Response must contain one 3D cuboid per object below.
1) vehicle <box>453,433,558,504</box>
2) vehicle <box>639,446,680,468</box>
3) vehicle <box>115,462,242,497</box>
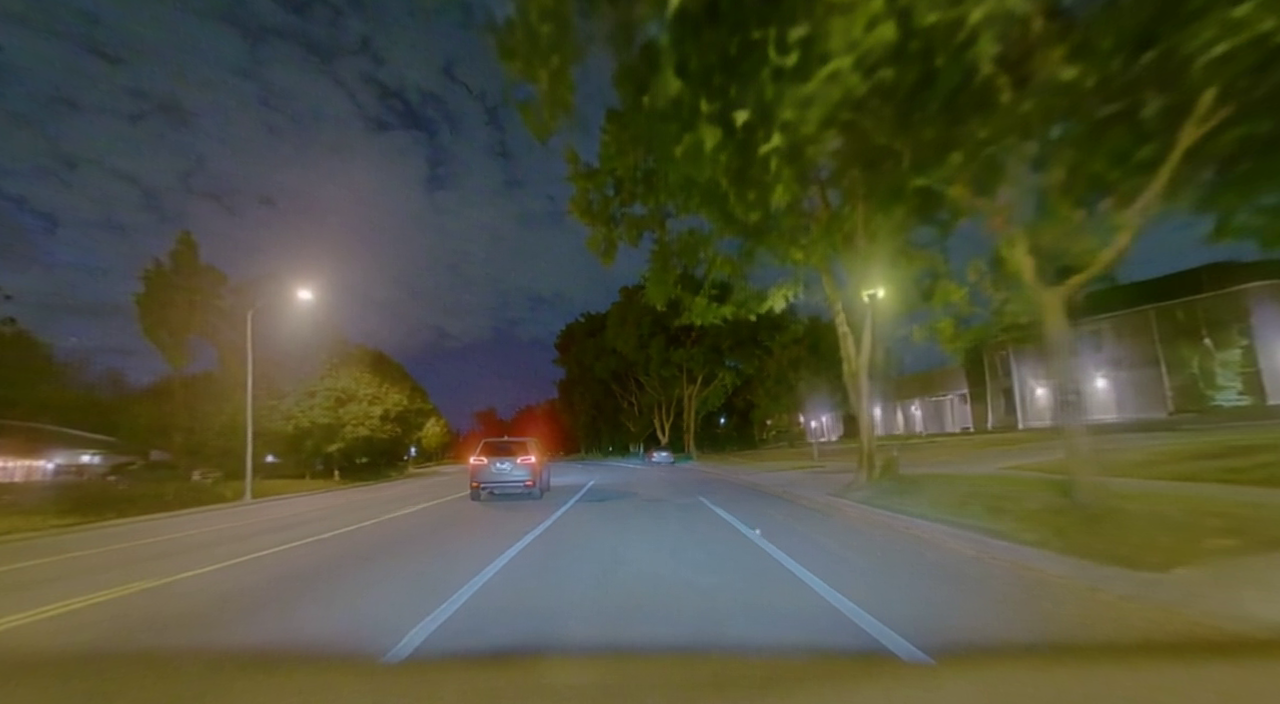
[{"bbox_3d":[-3.771,3.335,18.565,2.175,1.772,4.442,-1,-8,-1],"label":"vehicle"},{"bbox_3d":[1.336,7.475,45.242,1.928,1.447,4.386,1,-8,-12],"label":"vehicle"},{"bbox_3d":[-22.016,6.065,30.283,4.525,1.455,1.821,0,-8,-5],"label":"vehicle"}]
